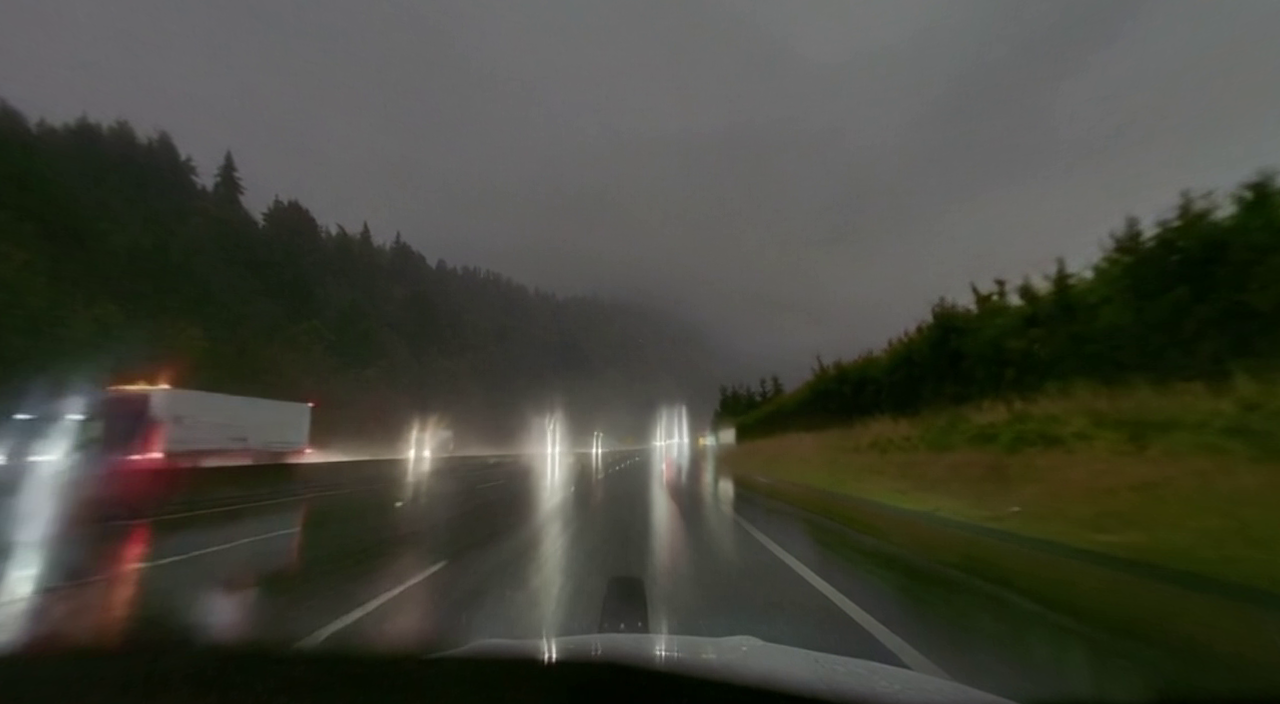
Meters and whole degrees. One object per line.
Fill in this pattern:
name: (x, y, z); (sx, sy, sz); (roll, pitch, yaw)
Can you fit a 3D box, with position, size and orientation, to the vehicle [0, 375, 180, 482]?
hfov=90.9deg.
vehicle: (-23.022, 3.232, 26.119); (3.043, 3.917, 5.965); (0, -9, 1)
